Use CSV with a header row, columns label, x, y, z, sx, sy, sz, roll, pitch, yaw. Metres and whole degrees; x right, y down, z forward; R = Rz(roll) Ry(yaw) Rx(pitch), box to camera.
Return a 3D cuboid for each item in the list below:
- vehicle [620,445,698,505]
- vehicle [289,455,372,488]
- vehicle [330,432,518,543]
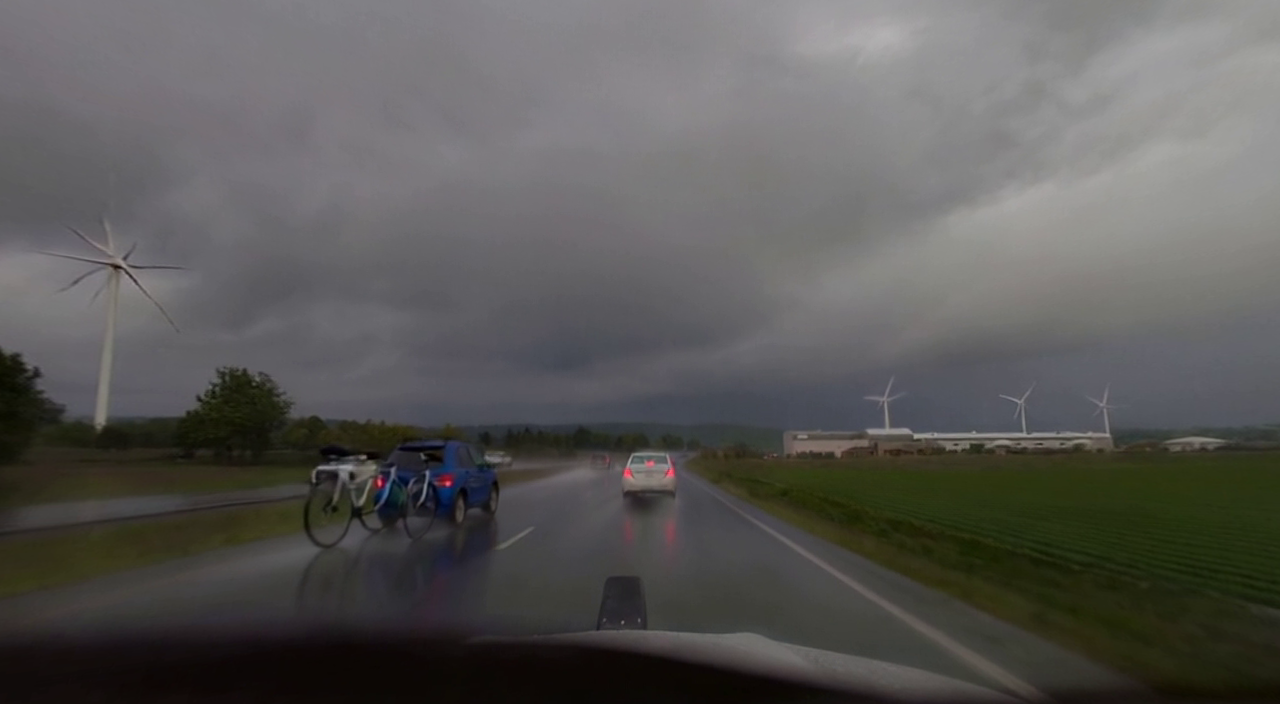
label,x,y,z,sx,sy,sz,roll,pitch,yaw
vehicle,0.517,3.609,18.899,2.063,1.582,3.955,0,-9,0
vehicle,-15.761,6.088,32.410,1.922,1.500,4.584,0,-9,0
vehicle,-3.718,2.400,11.766,1.962,1.681,4.033,0,-9,2
